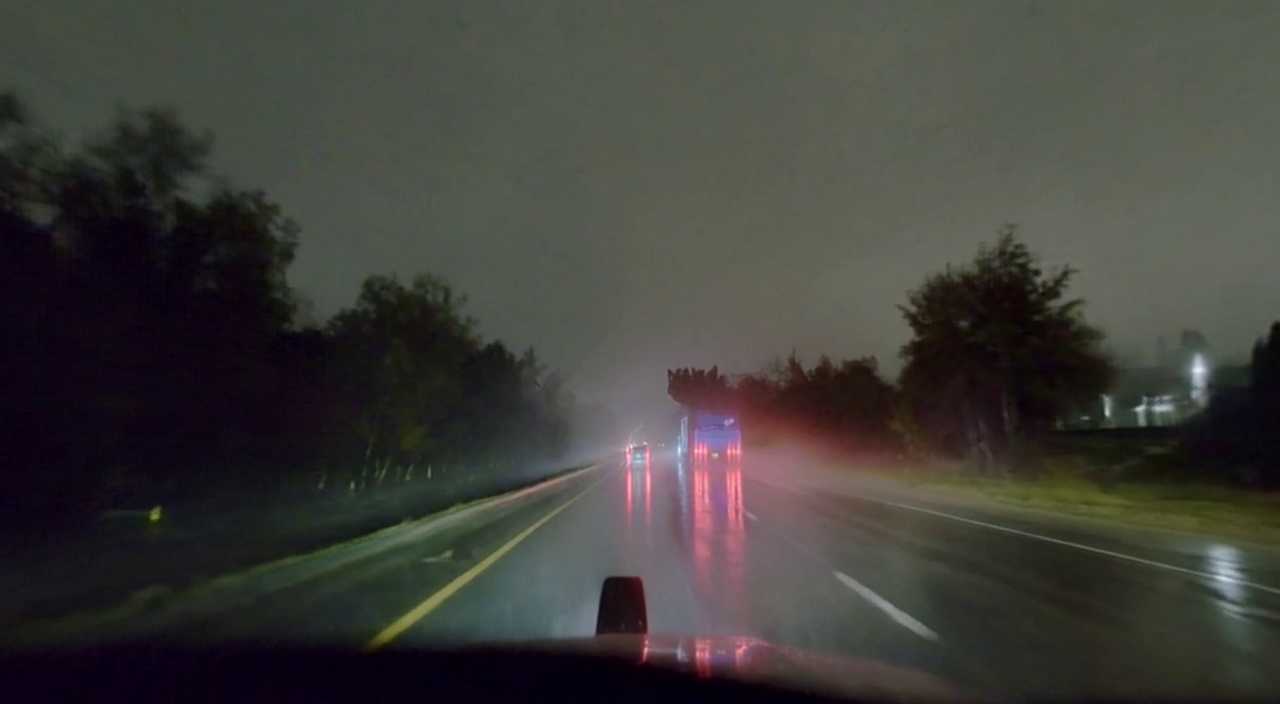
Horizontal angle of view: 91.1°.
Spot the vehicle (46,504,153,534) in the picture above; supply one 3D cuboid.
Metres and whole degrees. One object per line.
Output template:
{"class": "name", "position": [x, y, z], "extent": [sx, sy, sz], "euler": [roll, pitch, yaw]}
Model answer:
{"class": "vehicle", "position": [-35.275, 10.895, 41.024], "extent": [5.050, 1.668, 2.065], "euler": [0, -8, 1]}

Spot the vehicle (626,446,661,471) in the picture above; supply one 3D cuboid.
{"class": "vehicle", "position": [0.257, 6.925, 41.117], "extent": [2.170, 1.544, 4.373], "euler": [0, -8, 1]}

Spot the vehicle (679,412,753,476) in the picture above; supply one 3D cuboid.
{"class": "vehicle", "position": [4.061, 5.208, 35.509], "extent": [3.015, 3.211, 7.982], "euler": [0, -8, -1]}
